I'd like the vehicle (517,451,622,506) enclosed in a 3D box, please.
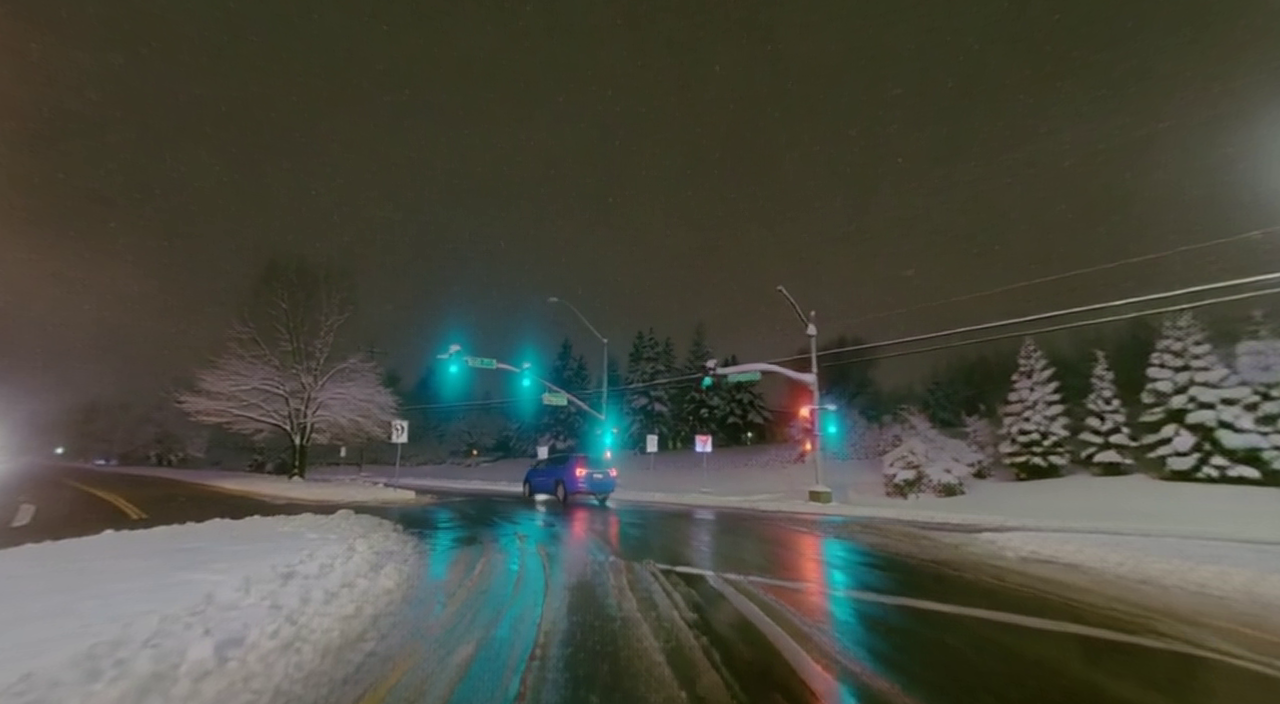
[{"bbox_3d":[-2.758,4.623,23.423,2.284,1.788,4.871,5,-11,-26],"label":"vehicle"}]
